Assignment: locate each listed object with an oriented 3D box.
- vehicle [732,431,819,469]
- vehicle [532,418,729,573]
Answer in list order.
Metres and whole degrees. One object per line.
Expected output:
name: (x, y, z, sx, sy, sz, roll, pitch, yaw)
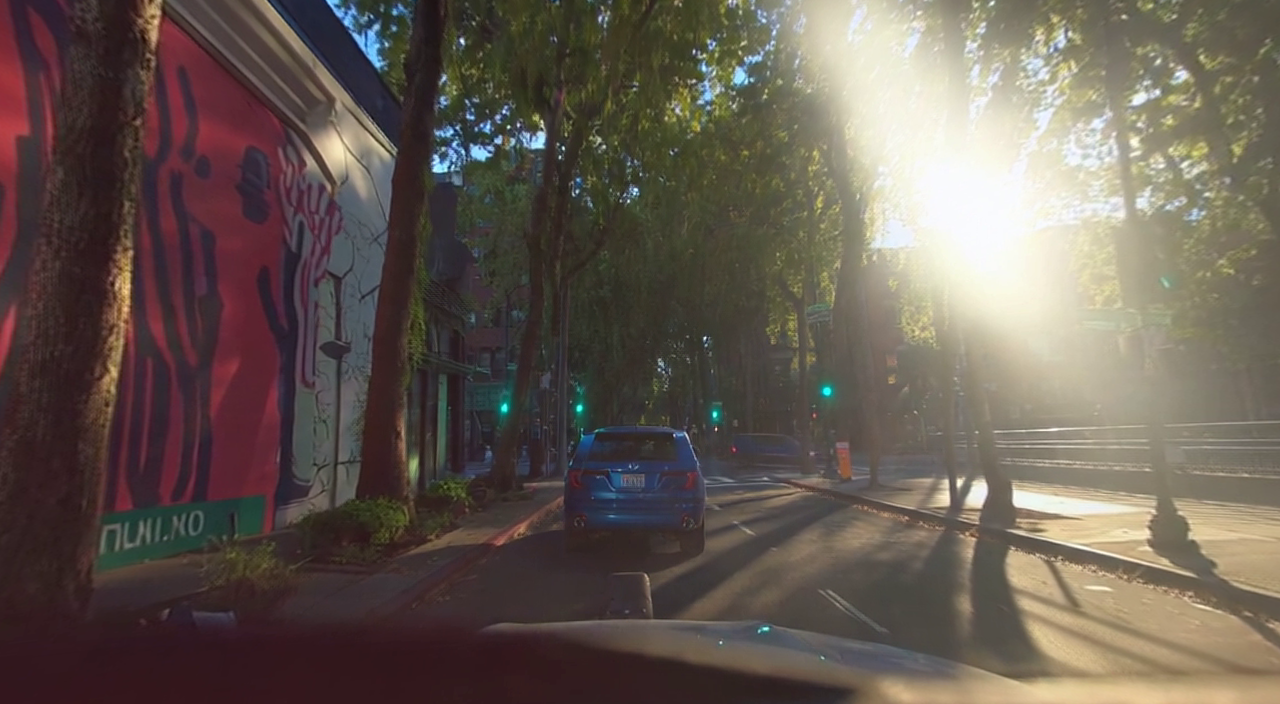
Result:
vehicle: (7.966, 5.685, 36.710, 2.448, 2.063, 5.513, -8, -11, 41)
vehicle: (-0.118, 1.814, 8.692, 2.079, 1.621, 3.861, 0, -8, 0)
